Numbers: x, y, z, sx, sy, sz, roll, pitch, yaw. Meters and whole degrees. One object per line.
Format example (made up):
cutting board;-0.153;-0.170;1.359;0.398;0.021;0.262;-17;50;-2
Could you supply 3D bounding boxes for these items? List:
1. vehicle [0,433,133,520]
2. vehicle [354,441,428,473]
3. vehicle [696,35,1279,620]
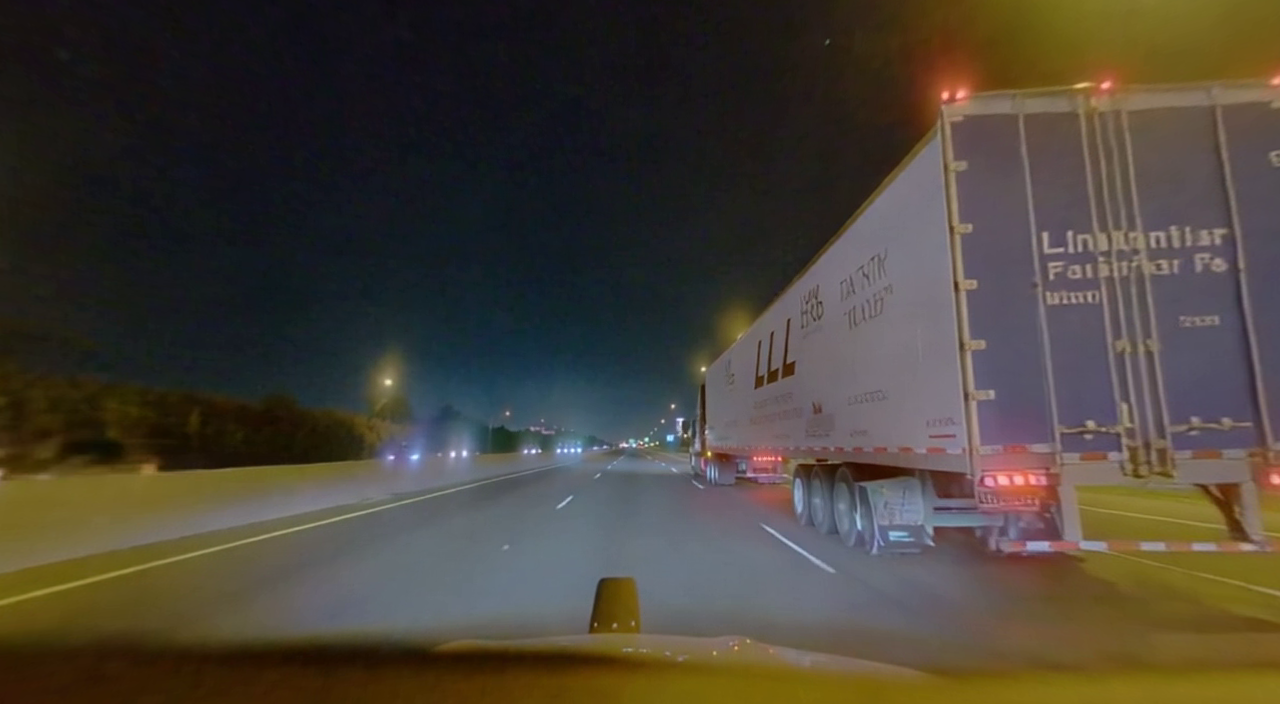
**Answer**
vehicle;-10.908;2.110;10.880;1.545;1.369;3.358;0;-9;-1
vehicle;-14.781;6.262;37.948;2.203;1.736;5.504;0;-9;0
vehicle;3.620;0.948;13.155;2.891;4.387;17.121;0;-9;-1
